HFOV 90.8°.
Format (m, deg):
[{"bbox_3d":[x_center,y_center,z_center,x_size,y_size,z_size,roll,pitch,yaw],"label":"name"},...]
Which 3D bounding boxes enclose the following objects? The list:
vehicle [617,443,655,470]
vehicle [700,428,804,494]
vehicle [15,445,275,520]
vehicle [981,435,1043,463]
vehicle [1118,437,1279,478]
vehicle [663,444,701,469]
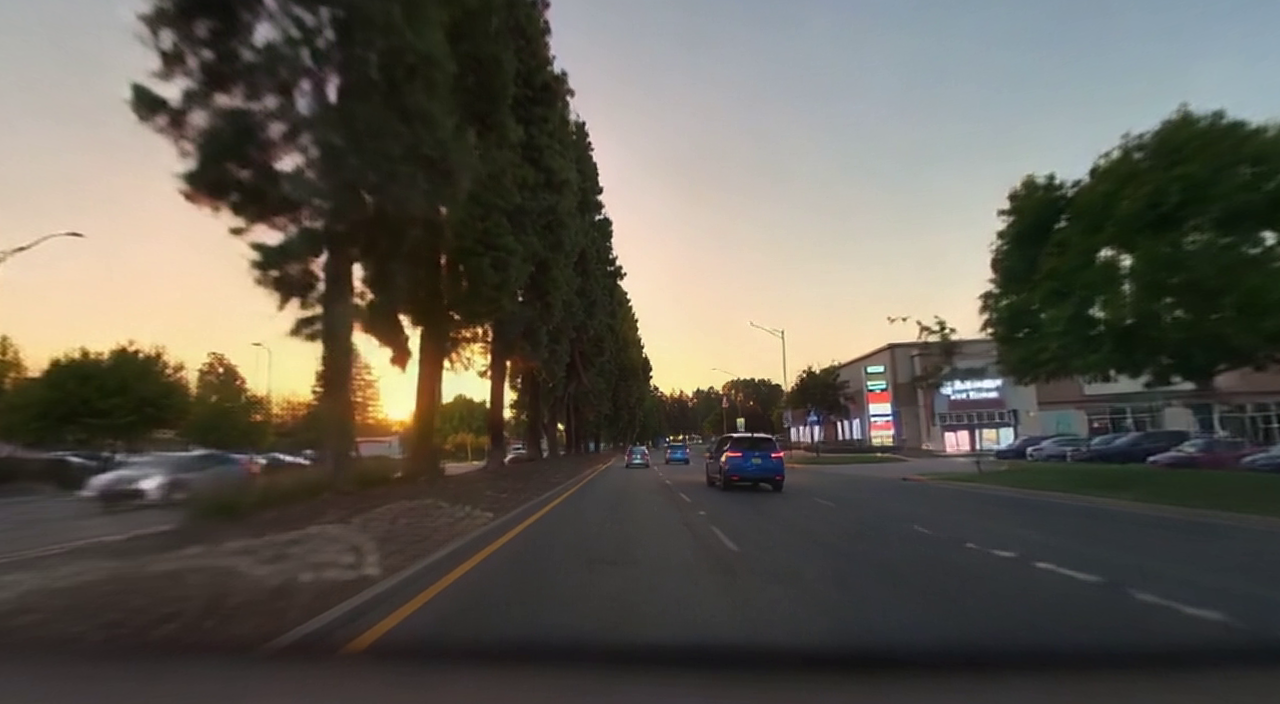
[{"bbox_3d":[-0.279,5.984,36.242,2.056,1.440,3.798,0,-8,-1],"label":"vehicle"},{"bbox_3d":[3.332,3.366,19.874,2.140,1.811,4.593,0,-8,-4],"label":"vehicle"},{"bbox_3d":[-11.573,3.038,15.507,1.971,1.481,5.500,0,-8,0],"label":"vehicle"},{"bbox_3d":[25.089,6.568,42.823,1.788,1.741,4.278,-1,-8,4],"label":"vehicle"},{"bbox_3d":[20.547,3.836,23.121,4.451,1.400,2.108,0,-8,-2],"label":"vehicle"},{"bbox_3d":[2.569,6.440,39.149,1.970,1.402,3.756,0,-8,-2],"label":"vehicle"}]
